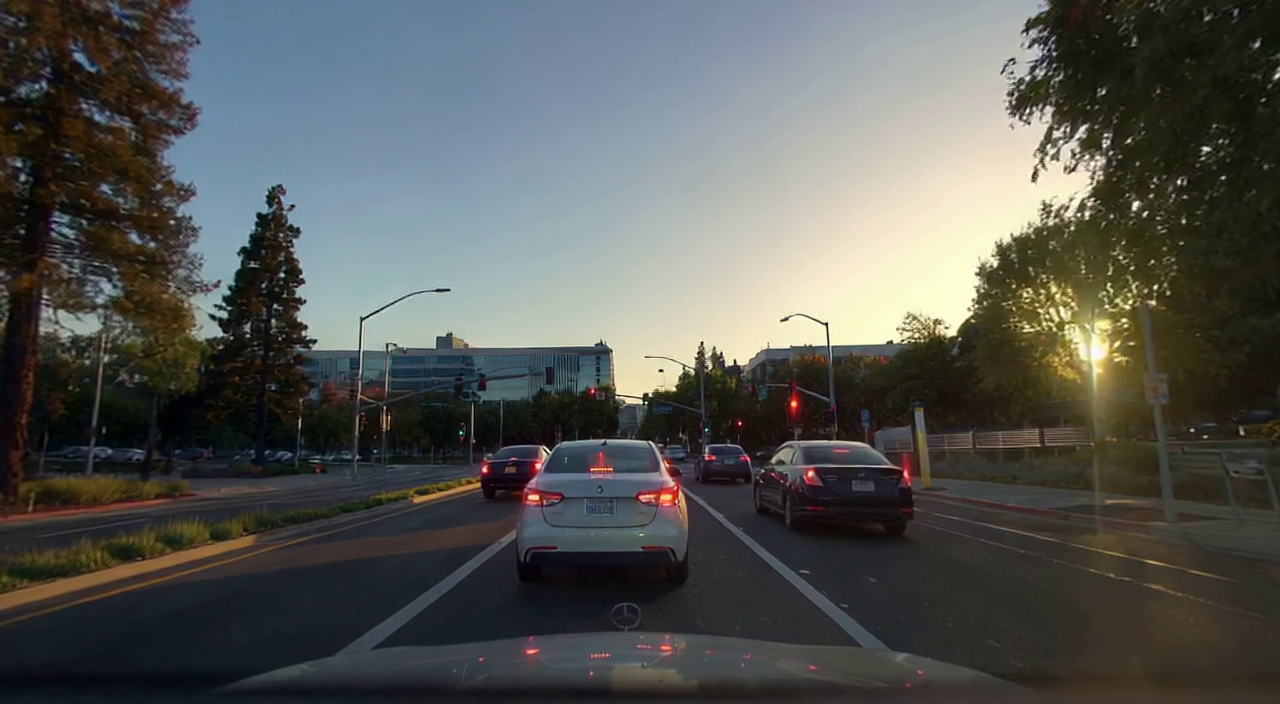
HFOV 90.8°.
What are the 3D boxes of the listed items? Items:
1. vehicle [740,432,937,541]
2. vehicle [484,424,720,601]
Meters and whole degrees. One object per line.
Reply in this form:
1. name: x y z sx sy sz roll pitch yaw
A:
1. vehicle: 3.096 2.189 10.955 1.910 1.474 4.263 0 -9 -2
2. vehicle: -0.347 1.643 7.243 2.006 1.487 3.535 0 -9 -1
